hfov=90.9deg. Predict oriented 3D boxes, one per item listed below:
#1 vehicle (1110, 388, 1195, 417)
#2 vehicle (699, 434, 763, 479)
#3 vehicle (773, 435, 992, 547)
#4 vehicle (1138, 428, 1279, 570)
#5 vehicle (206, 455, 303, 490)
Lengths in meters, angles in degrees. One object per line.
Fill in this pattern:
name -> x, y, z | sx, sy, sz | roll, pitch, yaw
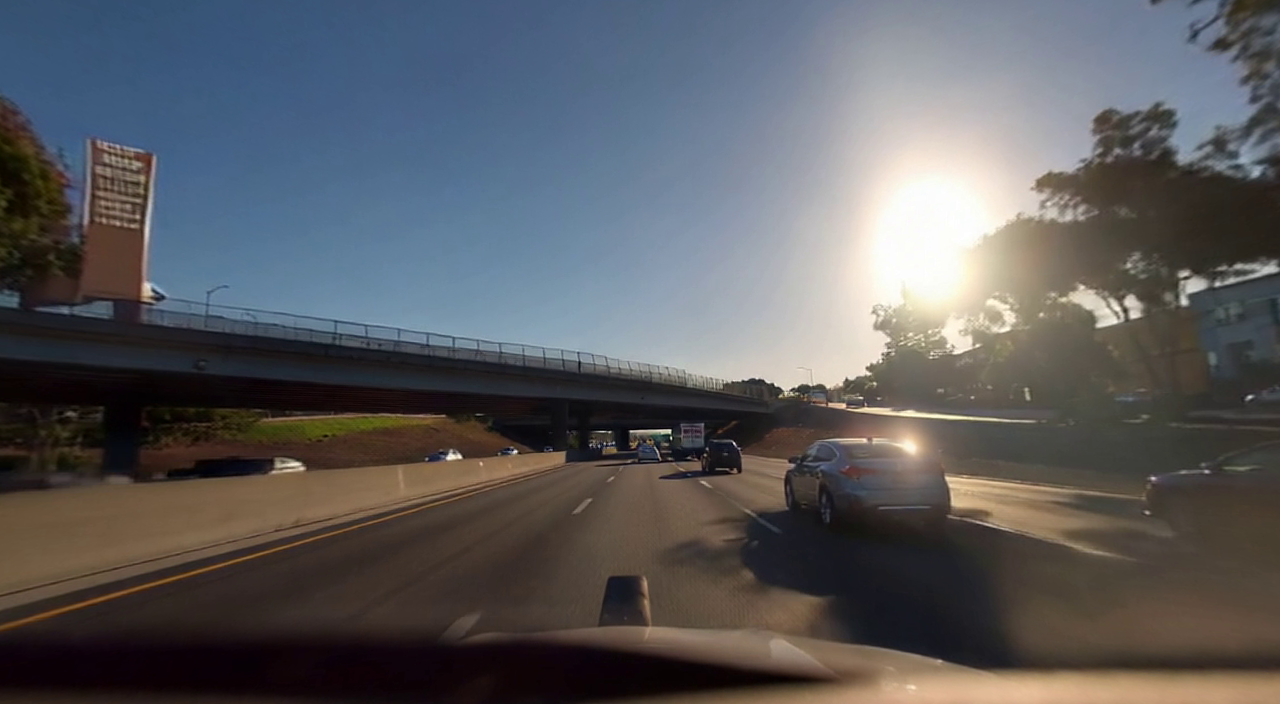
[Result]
vehicle -> 35.334, 3.552, 43.671 | 2.024, 1.757, 4.696 | 0, -8, 2
vehicle -> 4.003, 4.695, 28.660 | 2.086, 1.858, 4.737 | 0, -8, -1
vehicle -> 3.718, 2.193, 10.716 | 1.902, 1.481, 4.451 | 0, -8, -1
vehicle -> 7.669, 1.488, 6.246 | 1.919, 1.476, 4.303 | 0, -8, 0
vehicle -> -18.611, 5.789, 30.698 | 1.913, 1.484, 4.502 | 0, -8, -1
